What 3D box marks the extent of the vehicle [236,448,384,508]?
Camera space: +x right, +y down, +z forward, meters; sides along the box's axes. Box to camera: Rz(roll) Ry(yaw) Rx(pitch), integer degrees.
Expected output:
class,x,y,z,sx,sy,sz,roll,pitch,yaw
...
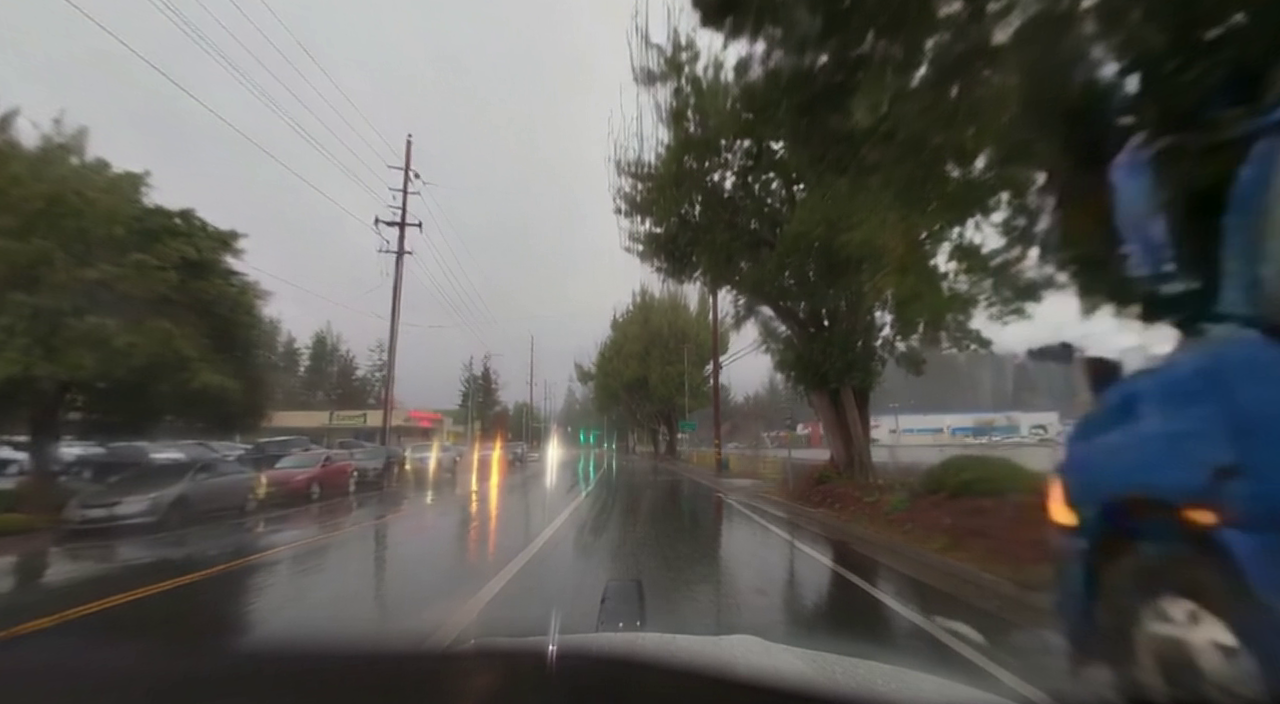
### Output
class,x,y,z,sx,sy,sz,roll,pitch,yaw
vehicle,-9.216,3.520,18.204,1.878,1.471,4.698,0,-9,-2

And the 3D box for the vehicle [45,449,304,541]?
class,x,y,z,sx,sy,sz,roll,pitch,yaw
vehicle,-8.957,2.729,12.832,1.939,1.480,4.632,1,-9,-4

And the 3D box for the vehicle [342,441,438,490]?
class,x,y,z,sx,sy,sz,roll,pitch,yaw
vehicle,-9.539,4.351,24.545,2.027,1.719,4.575,0,-9,-3

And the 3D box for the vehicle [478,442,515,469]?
class,x,y,z,sx,sy,sz,roll,pitch,yaw
vehicle,-10.604,7.697,47.145,2.016,1.872,5.297,1,-9,-6
